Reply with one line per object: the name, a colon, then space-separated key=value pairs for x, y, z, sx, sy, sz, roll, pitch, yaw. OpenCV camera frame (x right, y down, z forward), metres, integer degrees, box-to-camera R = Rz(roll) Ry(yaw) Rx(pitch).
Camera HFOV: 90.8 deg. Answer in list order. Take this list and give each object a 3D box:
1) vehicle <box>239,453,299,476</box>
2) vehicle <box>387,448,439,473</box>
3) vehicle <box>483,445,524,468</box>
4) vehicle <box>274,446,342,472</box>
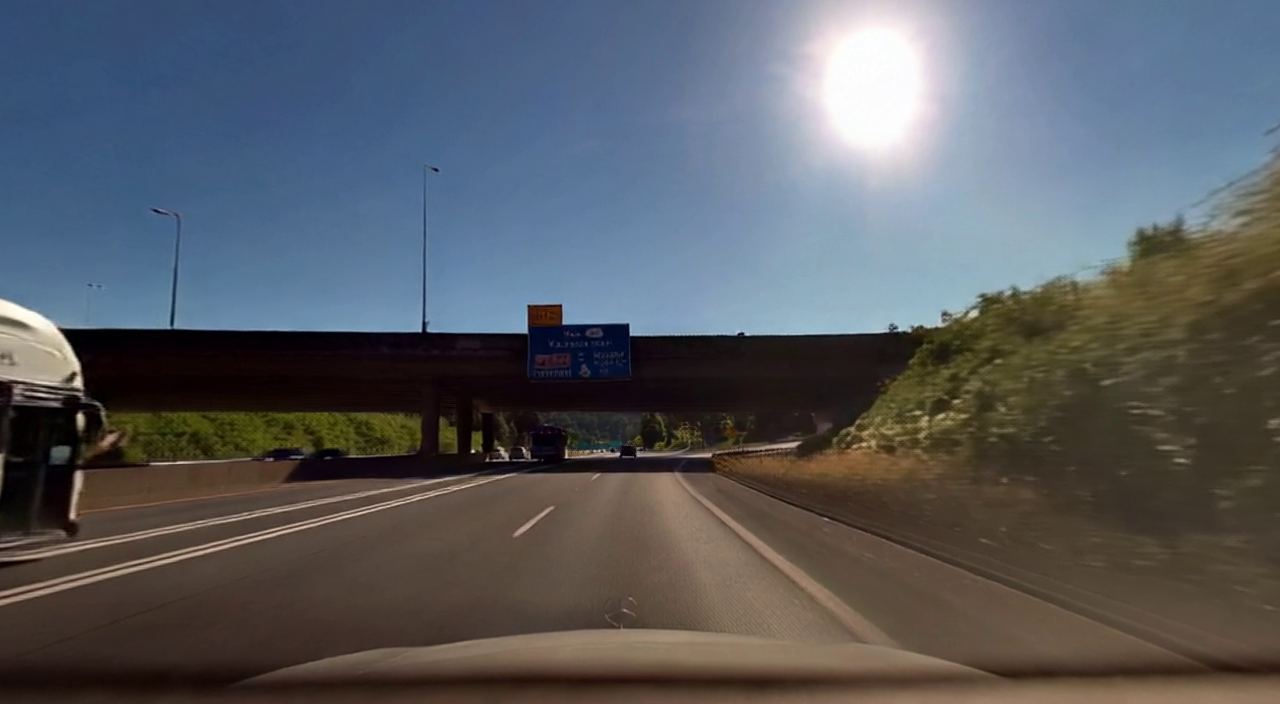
vehicle: x=-25.331 y=7.678 z=43.233 sx=1.701 sy=1.390 sz=4.014 roll=0 pitch=-9 yaw=-1
vehicle: x=-14.300 y=6.873 z=40.015 sx=1.878 sy=1.470 sz=3.825 roll=0 pitch=-9 yaw=0
vehicle: x=-10.154 y=7.806 z=47.191 sx=1.979 sy=1.600 sz=4.516 roll=0 pitch=-9 yaw=1
vehicle: x=-22.273 y=7.174 z=42.609 sx=1.999 sy=1.640 sz=4.855 roll=0 pitch=-9 yaw=-1
